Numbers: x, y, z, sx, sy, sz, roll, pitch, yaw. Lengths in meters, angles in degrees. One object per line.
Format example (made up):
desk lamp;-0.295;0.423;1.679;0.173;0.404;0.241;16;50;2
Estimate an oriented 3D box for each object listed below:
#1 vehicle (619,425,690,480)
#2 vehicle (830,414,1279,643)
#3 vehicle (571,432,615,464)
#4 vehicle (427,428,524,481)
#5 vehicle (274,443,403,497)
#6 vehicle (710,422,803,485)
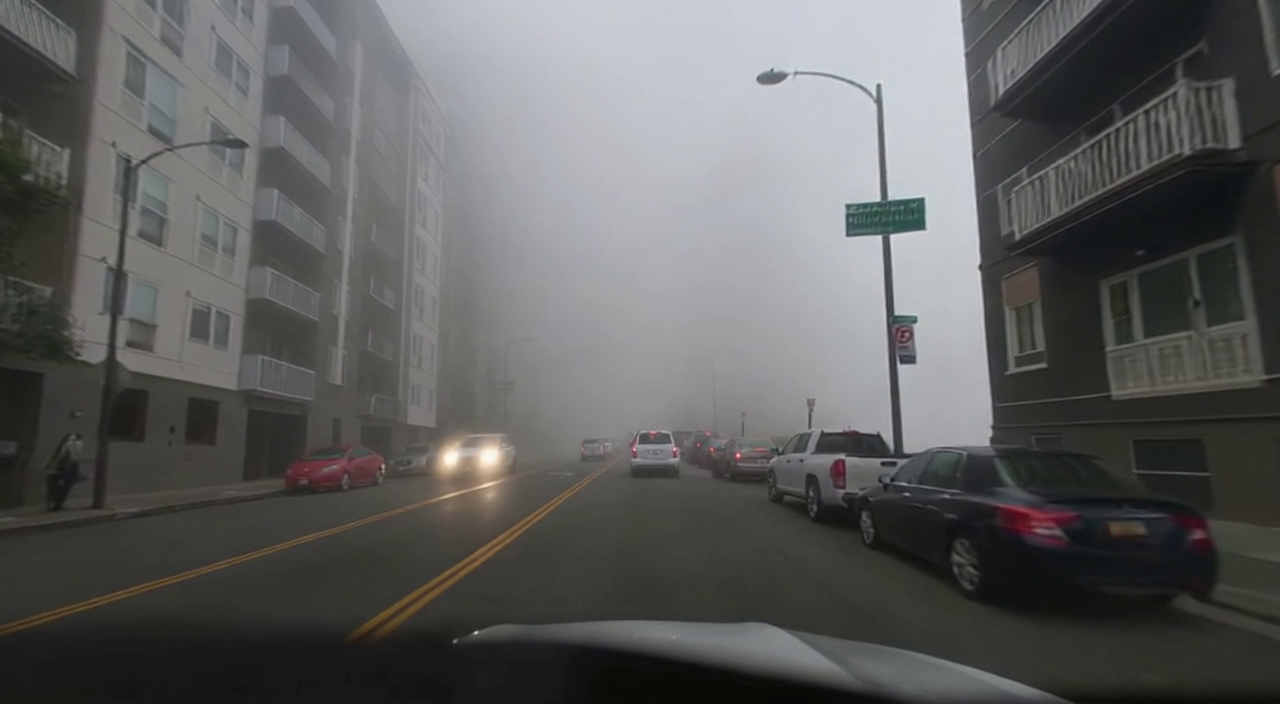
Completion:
vehicle;0.493;3.551;22.393;2.261;1.740;4.065;0;-9;1
vehicle;3.582;1.494;6.422;2.033;1.470;4.502;0;-9;2
vehicle;-2.669;5.613;36.935;2.219;1.746;4.197;0;-9;0
vehicle;-6.141;3.916;24.281;2.345;1.831;4.828;0;-9;1
vehicle;-9.274;3.642;19.879;2.021;1.474;4.337;0;-9;-1
vehicle;3.671;3.339;20.825;2.158;1.828;4.573;0;-9;-1
